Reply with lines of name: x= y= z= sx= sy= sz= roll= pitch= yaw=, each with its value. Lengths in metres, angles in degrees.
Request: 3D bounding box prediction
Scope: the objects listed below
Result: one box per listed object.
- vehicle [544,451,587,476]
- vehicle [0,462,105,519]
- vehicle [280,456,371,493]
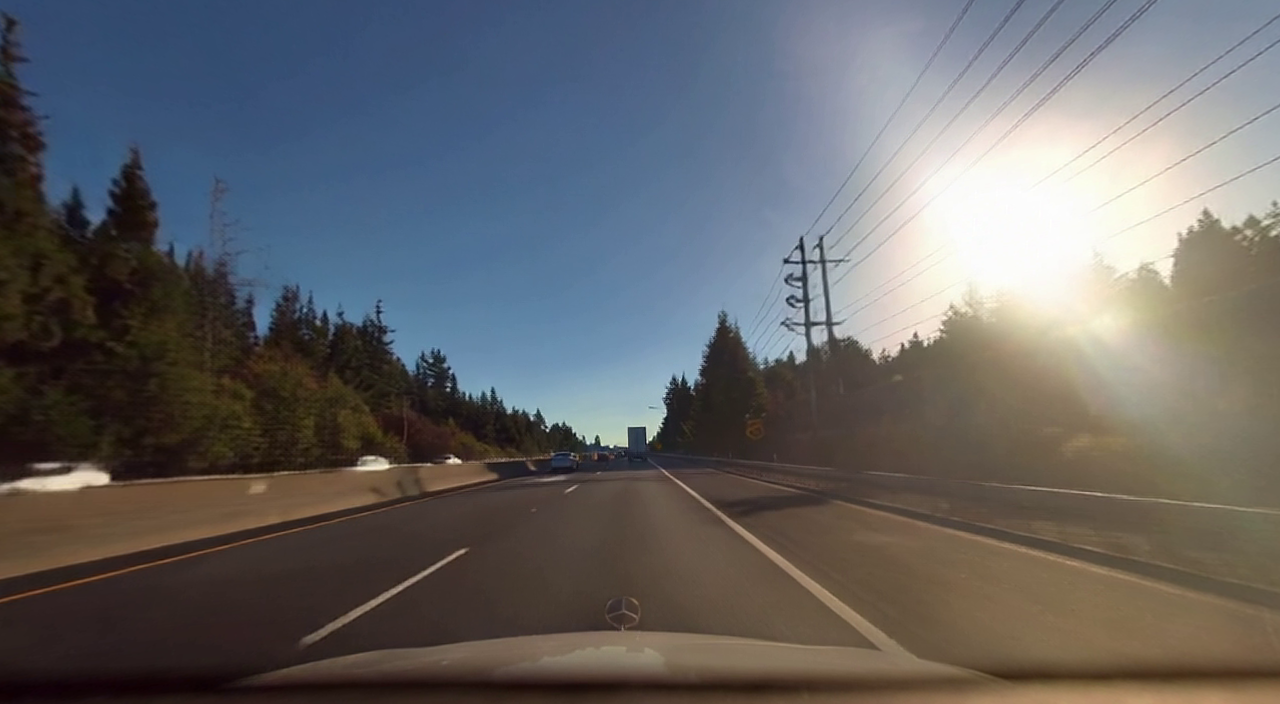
vehicle: x=-4.474 y=6.762 z=38.519 sx=2.106 sy=1.445 sz=4.404 roll=0 pitch=-9 yaw=0
vehicle: x=-18.015 y=3.908 z=18.006 sx=1.830 sy=1.469 sz=4.110 roll=0 pitch=-9 yaw=0
vehicle: x=-13.266 y=5.148 z=26.930 sx=1.761 sy=1.413 sz=4.126 roll=0 pitch=-9 yaw=0
